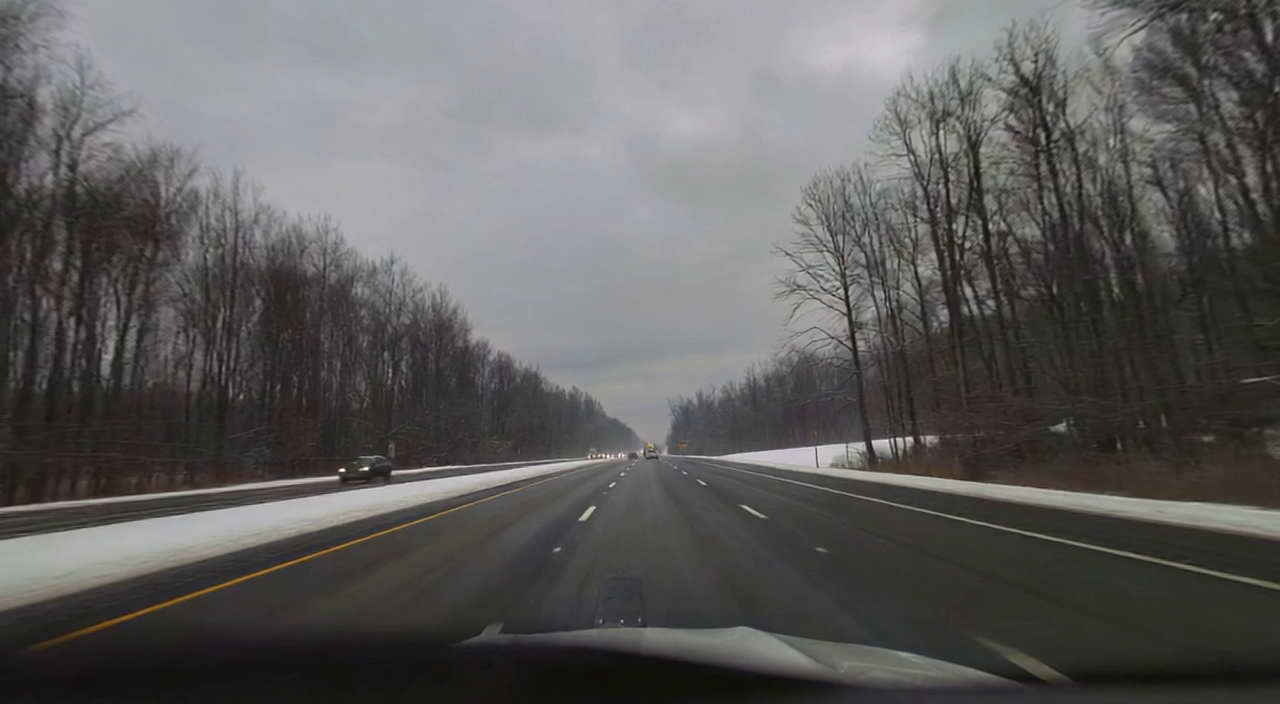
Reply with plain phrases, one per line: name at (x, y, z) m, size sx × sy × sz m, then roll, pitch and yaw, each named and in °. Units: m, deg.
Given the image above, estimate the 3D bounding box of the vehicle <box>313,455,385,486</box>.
vehicle at (-17.049, 6.941, 37.189) m, size 2.109 × 1.696 × 4.279 m, roll 0°, pitch -9°, yaw 1°
